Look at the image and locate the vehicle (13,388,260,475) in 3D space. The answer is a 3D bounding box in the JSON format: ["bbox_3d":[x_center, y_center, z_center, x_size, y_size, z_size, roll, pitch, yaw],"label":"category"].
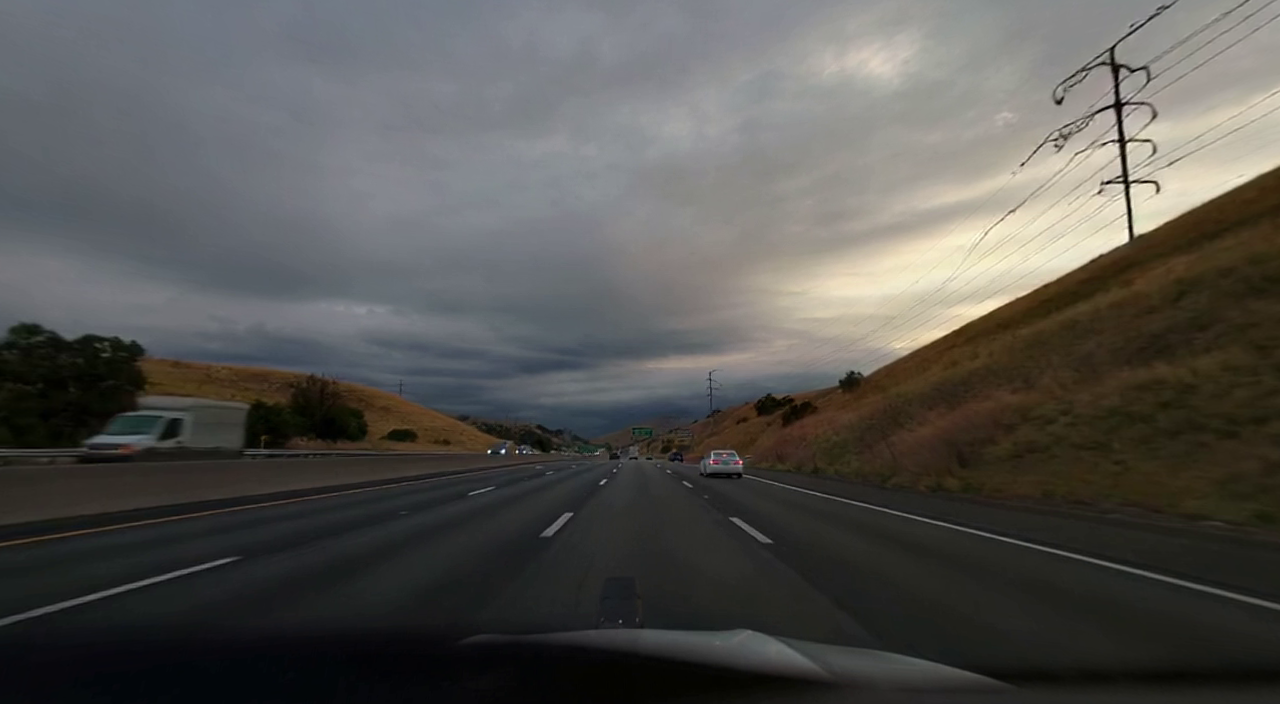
[{"bbox_3d":[-17.858,3.017,23.267,2.853,2.679,7.461,0,-9,0],"label":"vehicle"}]

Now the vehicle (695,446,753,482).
[{"bbox_3d":[3.841,5.205,29.630,2.086,1.542,4.355,0,-9,0],"label":"vehicle"}]
